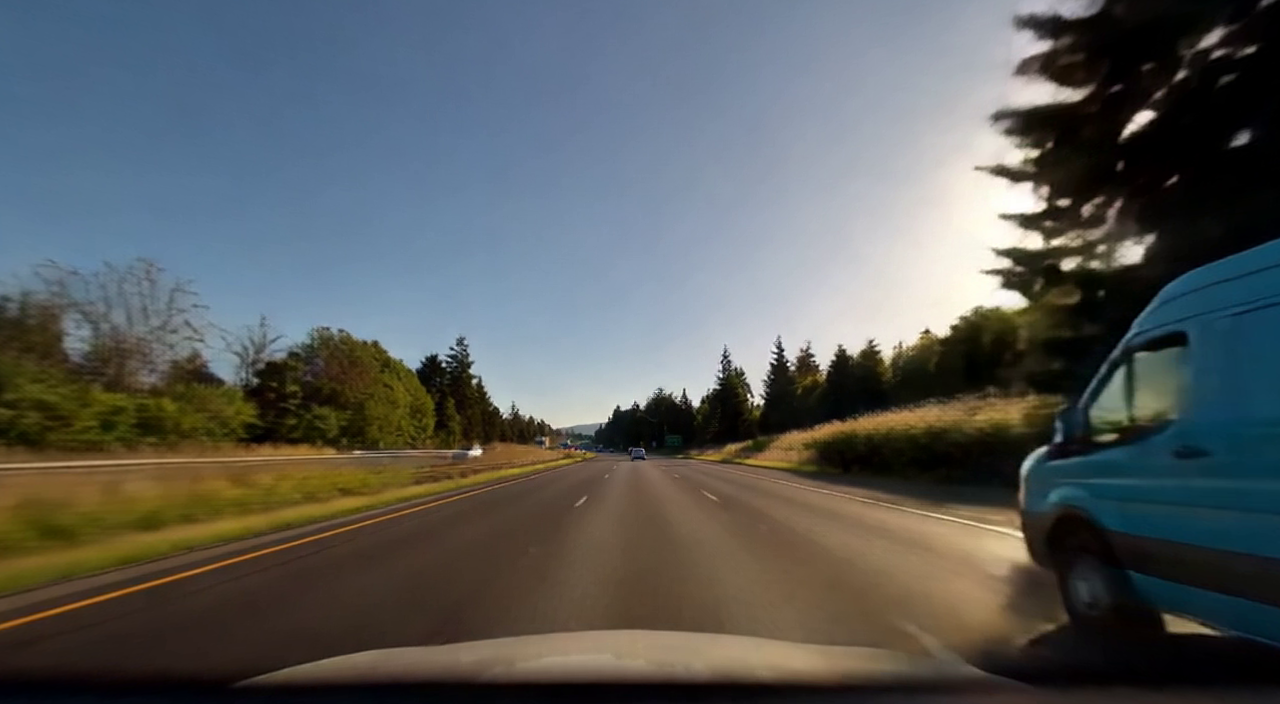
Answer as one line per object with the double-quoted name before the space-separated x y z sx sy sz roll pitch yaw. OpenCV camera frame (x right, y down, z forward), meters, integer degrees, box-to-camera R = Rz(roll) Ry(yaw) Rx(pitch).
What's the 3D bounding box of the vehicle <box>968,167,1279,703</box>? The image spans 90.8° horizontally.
"vehicle" 4.053 0.328 1.793 2.552 2.524 6.630 0 -9 -1
